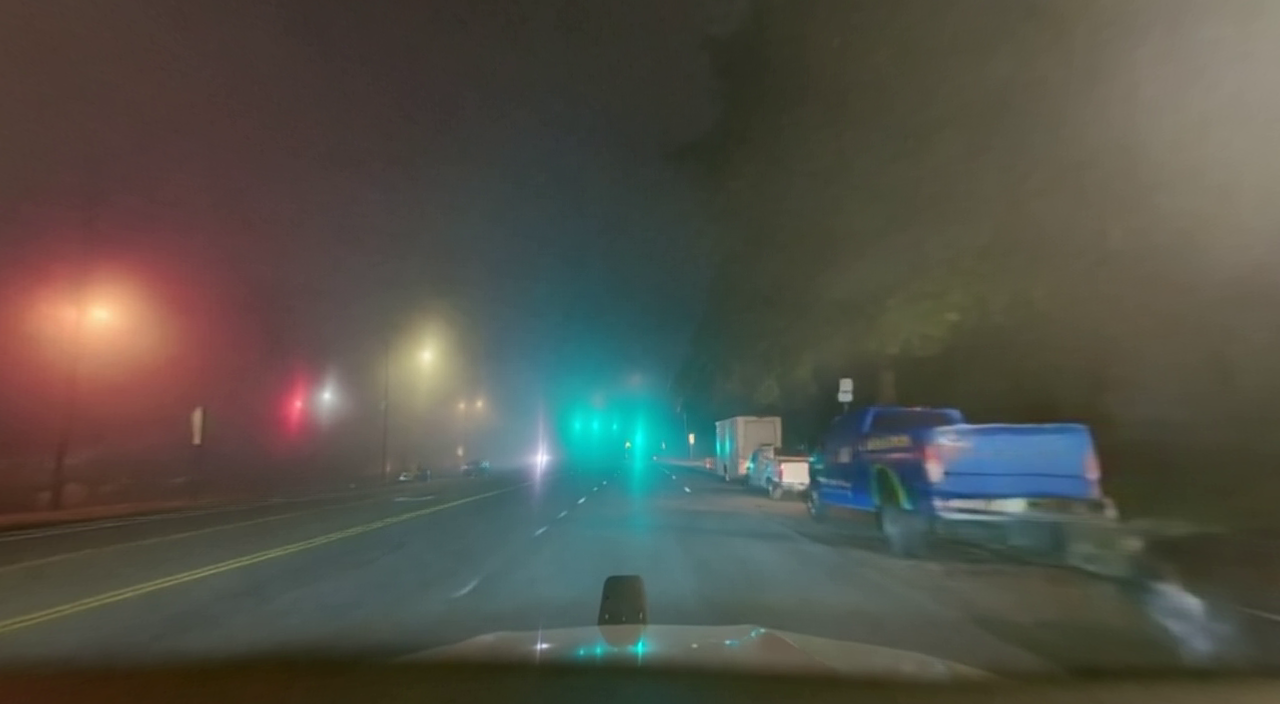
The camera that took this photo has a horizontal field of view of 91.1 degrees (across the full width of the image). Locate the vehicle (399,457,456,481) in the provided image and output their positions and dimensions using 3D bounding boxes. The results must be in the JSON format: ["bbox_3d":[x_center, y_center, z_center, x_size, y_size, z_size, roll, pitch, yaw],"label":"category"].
[{"bbox_3d":[-14.555,7.991,43.258,1.990,1.487,4.767,-1,-9,4],"label":"vehicle"}]

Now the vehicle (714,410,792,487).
[{"bbox_3d":[4.643,4.117,26.831,2.229,2.912,5.697,0,-9,0],"label":"vehicle"}]

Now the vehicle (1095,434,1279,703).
[{"bbox_3d":[4.146,0.969,2.085,1.804,1.432,4.594,0,-9,0],"label":"vehicle"}]

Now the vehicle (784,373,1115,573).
[{"bbox_3d":[4.042,1.771,9.852,2.293,2.171,5.871,0,-9,1],"label":"vehicle"}]
